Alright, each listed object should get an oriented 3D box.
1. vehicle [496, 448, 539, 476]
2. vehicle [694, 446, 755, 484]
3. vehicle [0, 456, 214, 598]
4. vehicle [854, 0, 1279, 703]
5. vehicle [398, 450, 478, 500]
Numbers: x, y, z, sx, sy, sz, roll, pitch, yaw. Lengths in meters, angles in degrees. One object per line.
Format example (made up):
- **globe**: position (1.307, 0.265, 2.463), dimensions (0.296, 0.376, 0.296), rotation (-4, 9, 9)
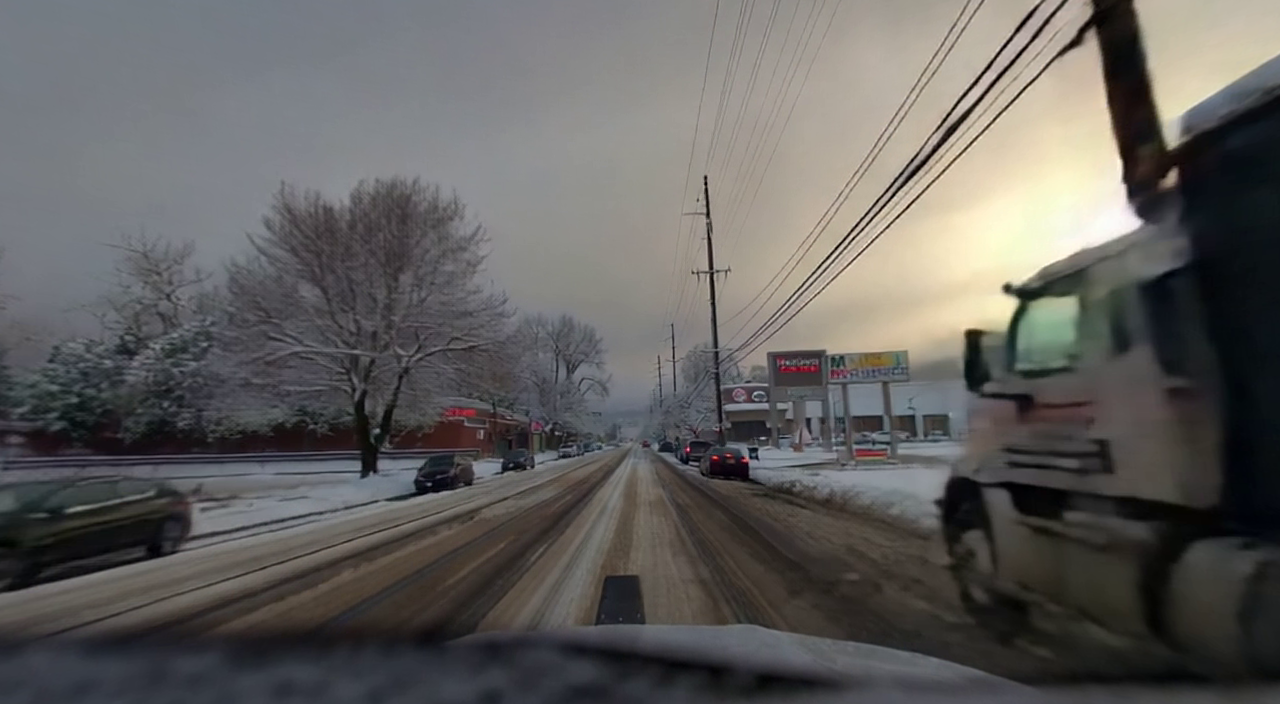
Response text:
- **vehicle**: position (-7.850, 7.066, 40.838), dimensions (1.872, 1.455, 4.350), rotation (-3, -8, 0)
- **vehicle**: position (3.625, 4.916, 27.923), dimensions (1.990, 1.521, 4.693), rotation (0, -8, 0)
- **vehicle**: position (-7.880, 2.241, 8.531), dimensions (1.678, 1.468, 3.706), rotation (-3, -8, 0)
- **vehicle**: position (3.884, 0.121, 1.889), dimensions (3.011, 3.127, 8.608), rotation (-3, -7, -3)
- **vehicle**: position (-7.816, 4.745, 24.788), dimensions (1.787, 1.543, 4.052), rotation (-3, -7, 0)
